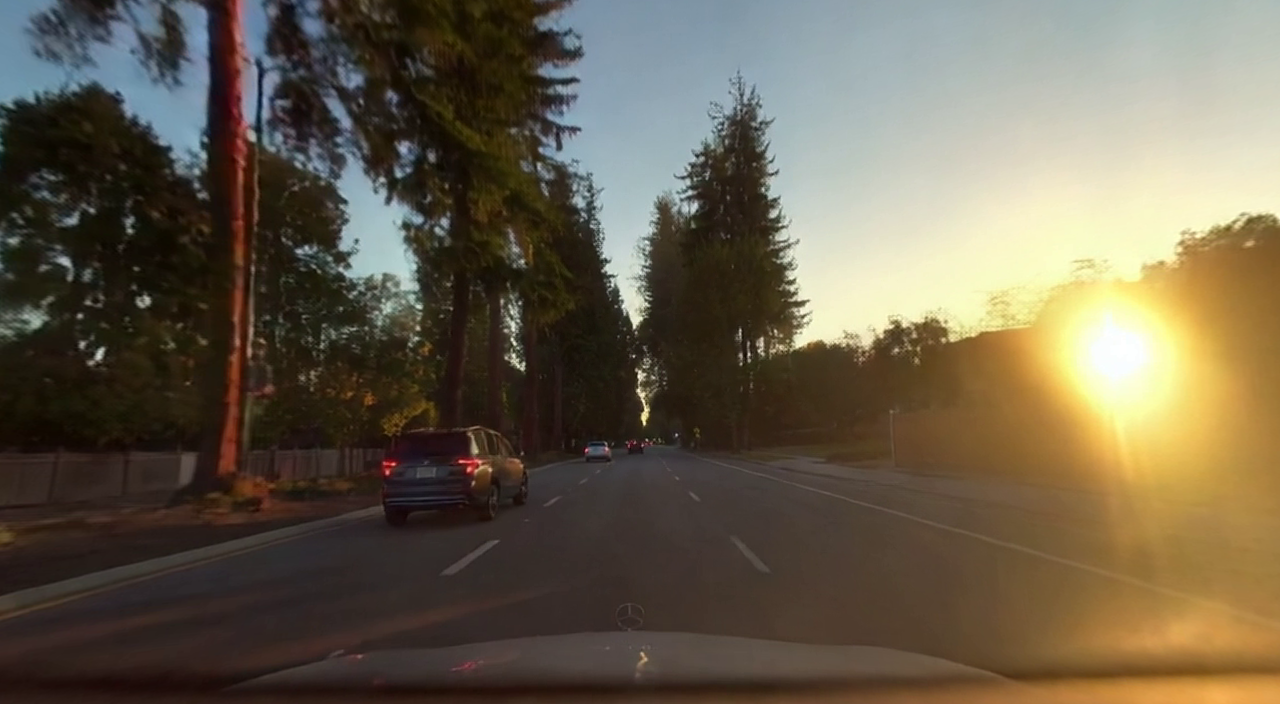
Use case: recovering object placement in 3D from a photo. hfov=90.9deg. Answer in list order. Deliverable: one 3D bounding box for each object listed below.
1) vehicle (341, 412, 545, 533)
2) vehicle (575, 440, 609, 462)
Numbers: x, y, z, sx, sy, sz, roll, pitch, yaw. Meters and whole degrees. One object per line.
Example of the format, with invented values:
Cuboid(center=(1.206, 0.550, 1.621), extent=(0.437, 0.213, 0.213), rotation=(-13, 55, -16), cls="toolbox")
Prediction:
Cuboid(center=(-3.126, 2.043, 11.260), extent=(2.058, 1.671, 4.704), rotation=(0, -8, 1), cls="vehicle")
Cuboid(center=(-3.364, 6.977, 44.591), extent=(2.021, 1.466, 4.330), rotation=(0, -8, 1), cls="vehicle")
